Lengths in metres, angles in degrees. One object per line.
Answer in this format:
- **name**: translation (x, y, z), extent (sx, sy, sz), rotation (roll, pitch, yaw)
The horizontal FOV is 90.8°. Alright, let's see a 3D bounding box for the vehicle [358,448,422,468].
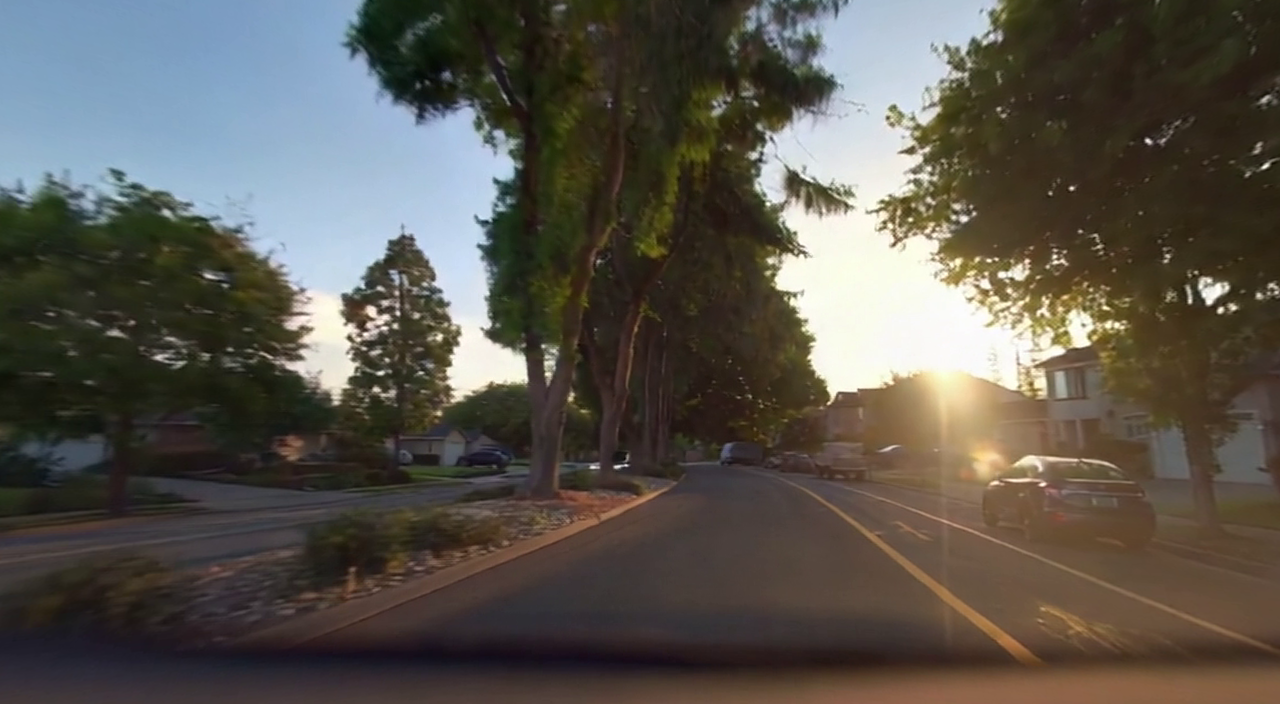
- **vehicle**: translation (-19.005, 8.048, 48.119), extent (3.977, 1.501, 2.143), rotation (0, -9, 3)

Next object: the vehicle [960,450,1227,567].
- **vehicle**: translation (7.440, 2.525, 11.061), extent (2.080, 1.543, 4.294), rotation (-1, -8, 11)

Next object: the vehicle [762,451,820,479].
- **vehicle**: translation (10.430, 7.860, 44.209), extent (2.713, 1.671, 4.939), rotation (1, -8, -2)

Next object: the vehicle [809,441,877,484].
- **vehicle**: translation (10.779, 5.888, 33.995), extent (2.305, 2.111, 4.965), rotation (0, -8, 4)

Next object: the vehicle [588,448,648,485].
- **vehicle**: translation (-0.953, 5.291, 29.625), extent (2.058, 1.551, 4.247), rotation (-1, -8, 9)
